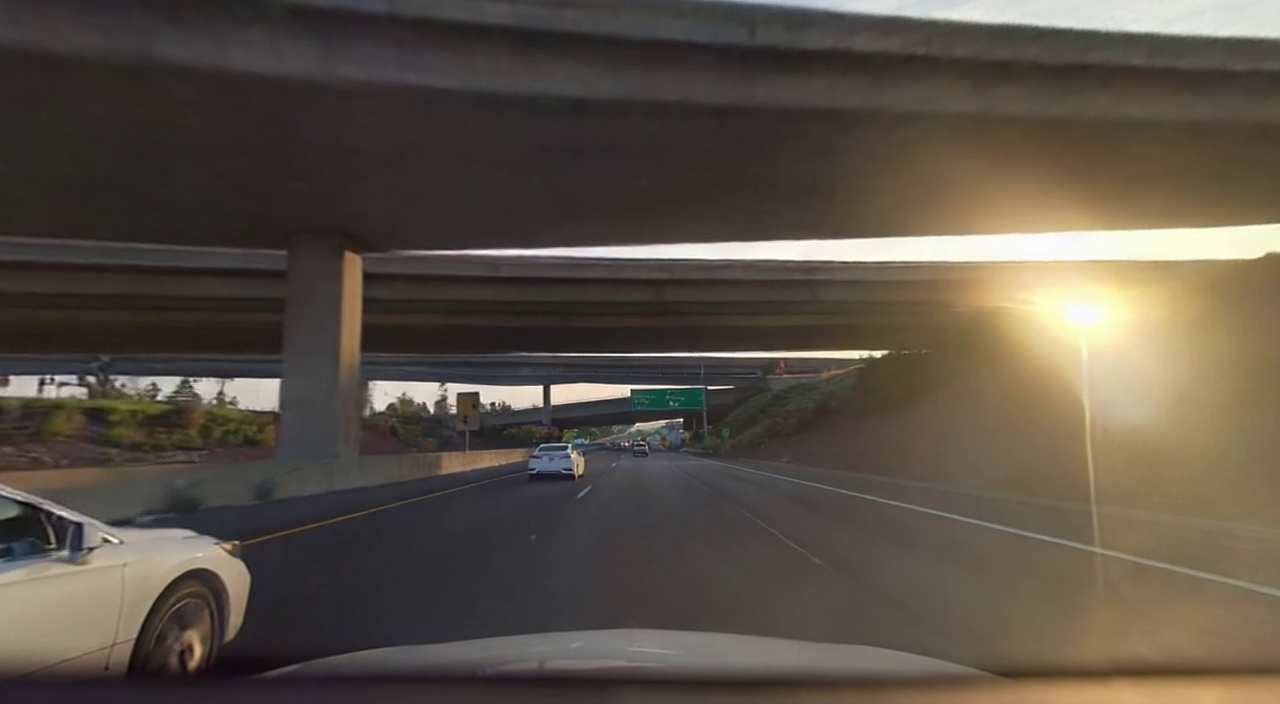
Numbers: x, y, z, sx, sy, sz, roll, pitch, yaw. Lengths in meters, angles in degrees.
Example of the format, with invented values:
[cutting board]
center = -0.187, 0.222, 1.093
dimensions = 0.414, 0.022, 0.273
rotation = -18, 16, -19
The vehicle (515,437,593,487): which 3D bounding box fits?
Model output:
[vehicle]
center = -2.901, 3.829, 22.356
dimensions = 2.029, 1.557, 4.570
rotation = 0, -8, 1
